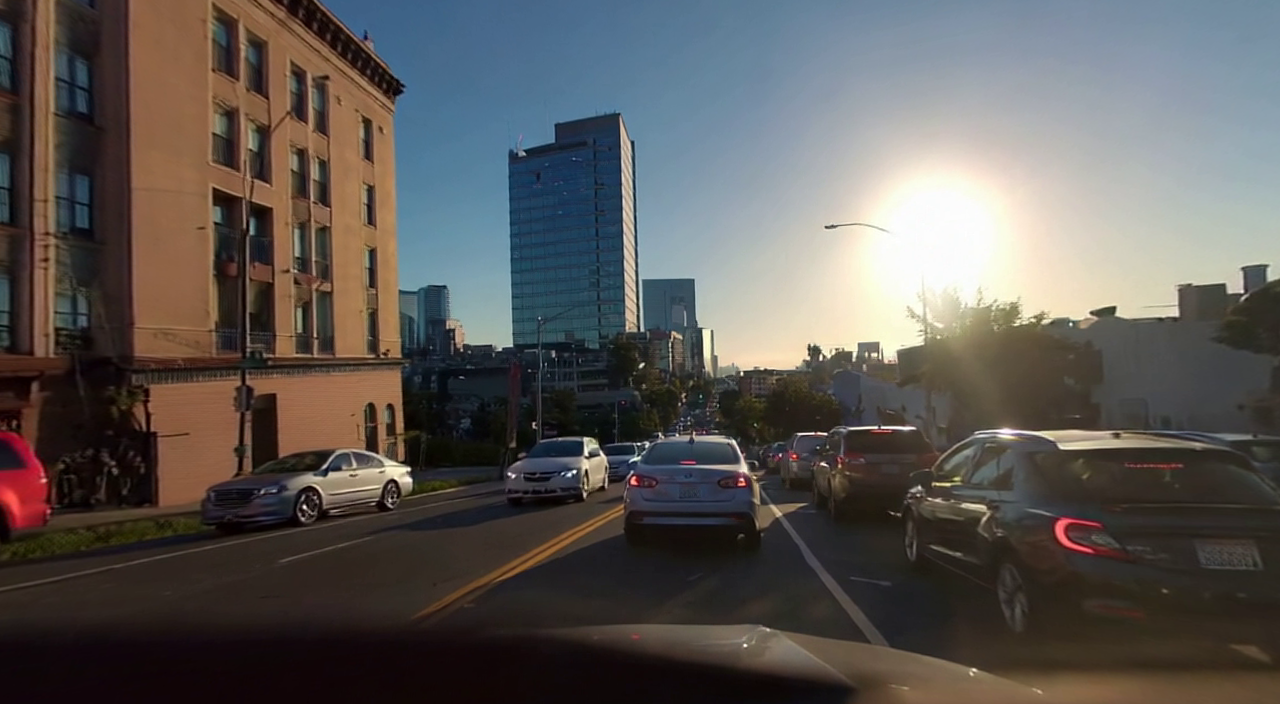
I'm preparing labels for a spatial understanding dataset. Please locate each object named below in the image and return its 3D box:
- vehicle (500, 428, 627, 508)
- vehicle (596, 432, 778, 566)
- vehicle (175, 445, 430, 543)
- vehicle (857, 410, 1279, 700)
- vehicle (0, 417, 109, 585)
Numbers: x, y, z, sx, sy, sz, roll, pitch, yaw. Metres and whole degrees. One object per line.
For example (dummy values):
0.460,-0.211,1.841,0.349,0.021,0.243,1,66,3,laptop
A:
-1.783,2.933,16.468,2.102,1.771,4.599,-1,-8,9,vehicle
0.743,1.913,8.977,2.031,1.461,3.763,-1,-8,7,vehicle
-6.142,2.570,12.225,1.928,1.503,4.322,-2,-9,12,vehicle
3.350,1.376,5.477,1.982,1.510,4.144,-1,-8,8,vehicle
-8.007,1.472,5.777,1.934,1.770,4.546,-3,-9,8,vehicle
